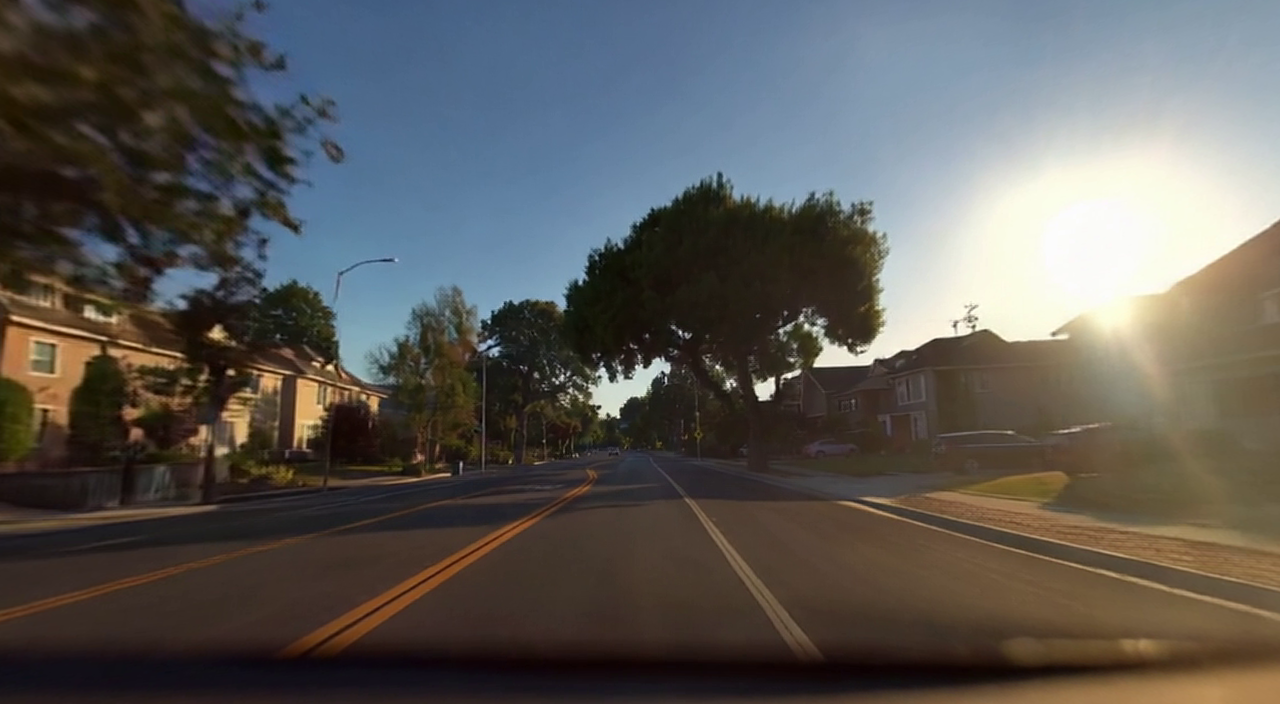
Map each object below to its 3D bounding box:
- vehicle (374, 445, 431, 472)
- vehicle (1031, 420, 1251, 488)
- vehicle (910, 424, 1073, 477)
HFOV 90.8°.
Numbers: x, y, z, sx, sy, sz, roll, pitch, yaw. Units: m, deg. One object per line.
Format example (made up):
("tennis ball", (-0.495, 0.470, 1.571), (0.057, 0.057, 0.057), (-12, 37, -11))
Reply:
("vehicle", (-18.227, 8.176, 48.807), (2.161, 1.873, 5.514), (0, -9, 0))
("vehicle", (14.827, 3.036, 19.013), (4.652, 1.871, 2.097), (-1, -9, 7))
("vehicle", (13.335, 3.778, 24.284), (4.912, 1.895, 2.047), (-1, -9, 6))
